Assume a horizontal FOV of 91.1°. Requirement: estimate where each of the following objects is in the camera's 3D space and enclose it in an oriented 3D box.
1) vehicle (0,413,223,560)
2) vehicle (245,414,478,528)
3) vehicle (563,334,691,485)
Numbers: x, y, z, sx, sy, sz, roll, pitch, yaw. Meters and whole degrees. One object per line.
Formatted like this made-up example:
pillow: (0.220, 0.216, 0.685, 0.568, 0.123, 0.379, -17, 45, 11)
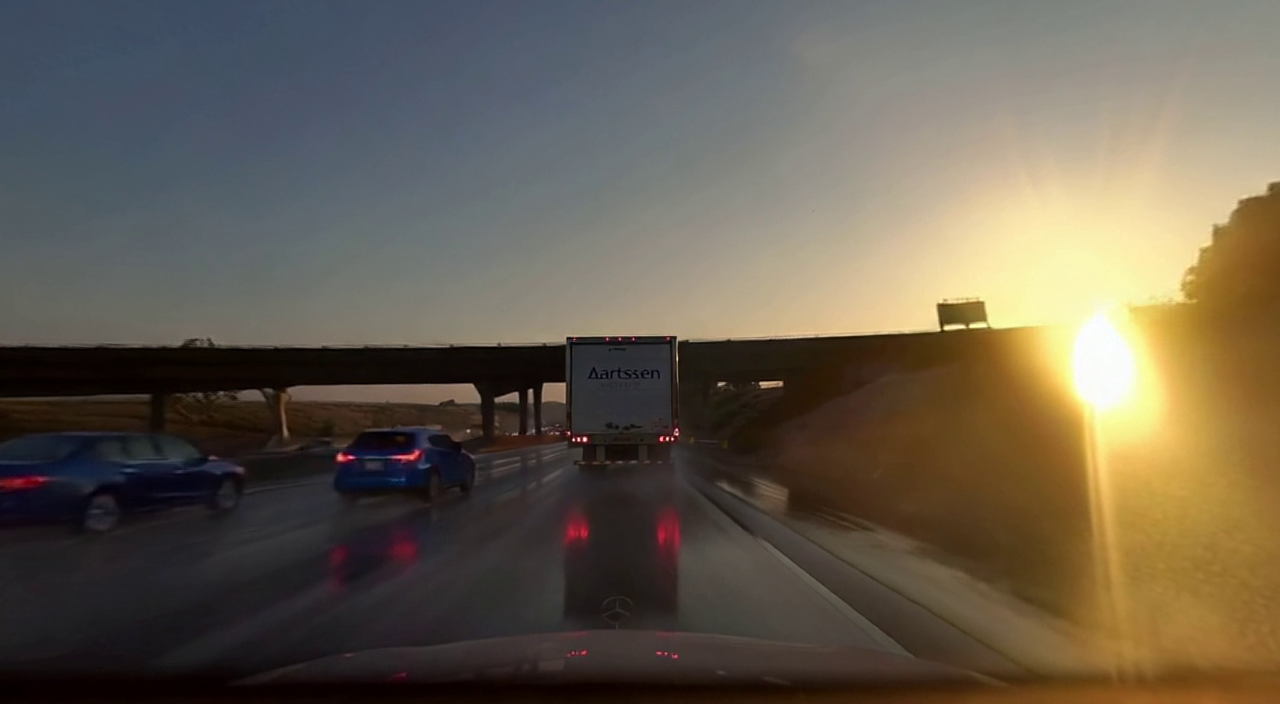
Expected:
vehicle: (-7.867, 1.643, 8.167, 1.944, 1.565, 4.383, 0, -8, -1)
vehicle: (-4.676, 2.056, 11.603, 2.052, 1.639, 4.894, 0, -8, 0)
vehicle: (-0.428, 2.250, 22.520, 3.442, 4.106, 10.719, 0, -8, -1)
